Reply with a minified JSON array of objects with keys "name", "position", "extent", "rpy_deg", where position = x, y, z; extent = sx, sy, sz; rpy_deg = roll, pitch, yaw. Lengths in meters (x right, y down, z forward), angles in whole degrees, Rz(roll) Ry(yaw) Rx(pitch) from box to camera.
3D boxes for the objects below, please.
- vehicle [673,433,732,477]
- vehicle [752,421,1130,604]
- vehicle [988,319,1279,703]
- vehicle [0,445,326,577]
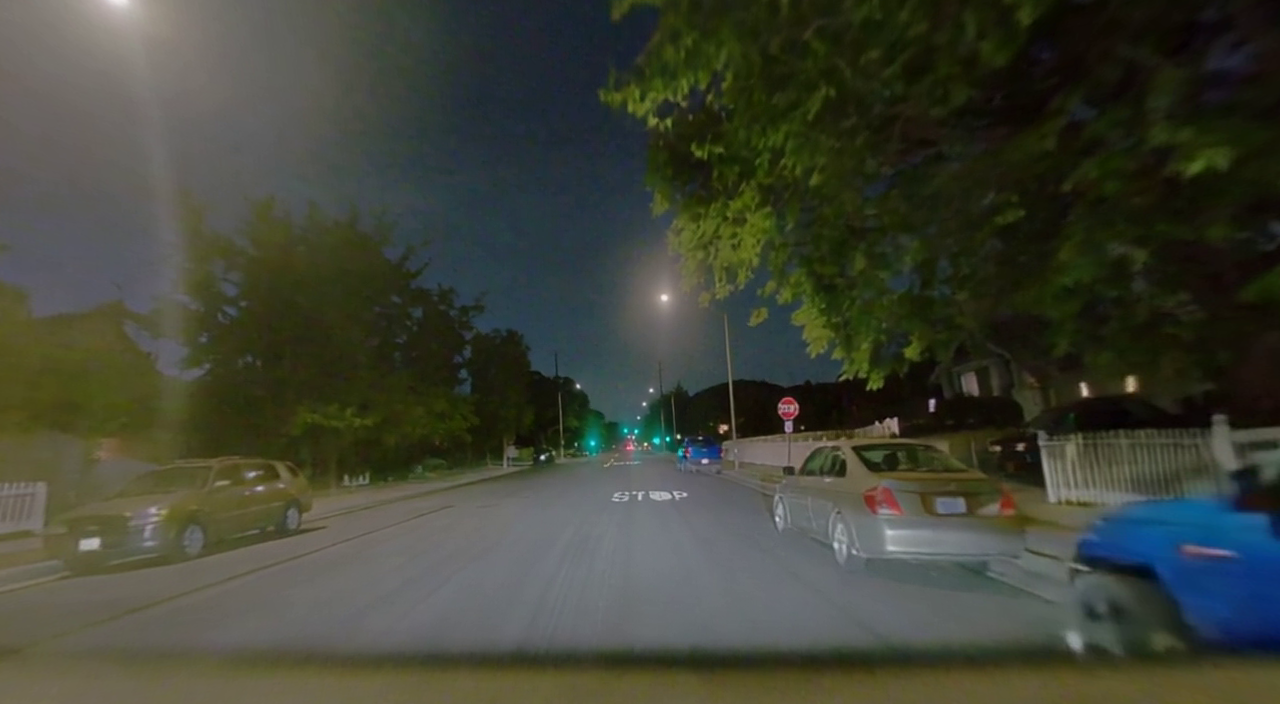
[{"name":"vehicle","position":[2.730,4.636,28.651],"extent":[2.126,1.795,4.751],"rpy_deg":[0,-9,-1]},{"name":"vehicle","position":[2.945,1.683,7.622],"extent":[2.185,1.513,4.524],"rpy_deg":[0,-9,-2]},{"name":"vehicle","position":[3.210,0.654,1.481],"extent":[2.080,1.706,4.449],"rpy_deg":[0,-9,-2]},{"name":"vehicle","position":[-7.168,2.322,10.117],"extent":[2.125,1.623,4.207],"rpy_deg":[0,-9,-1]}]
